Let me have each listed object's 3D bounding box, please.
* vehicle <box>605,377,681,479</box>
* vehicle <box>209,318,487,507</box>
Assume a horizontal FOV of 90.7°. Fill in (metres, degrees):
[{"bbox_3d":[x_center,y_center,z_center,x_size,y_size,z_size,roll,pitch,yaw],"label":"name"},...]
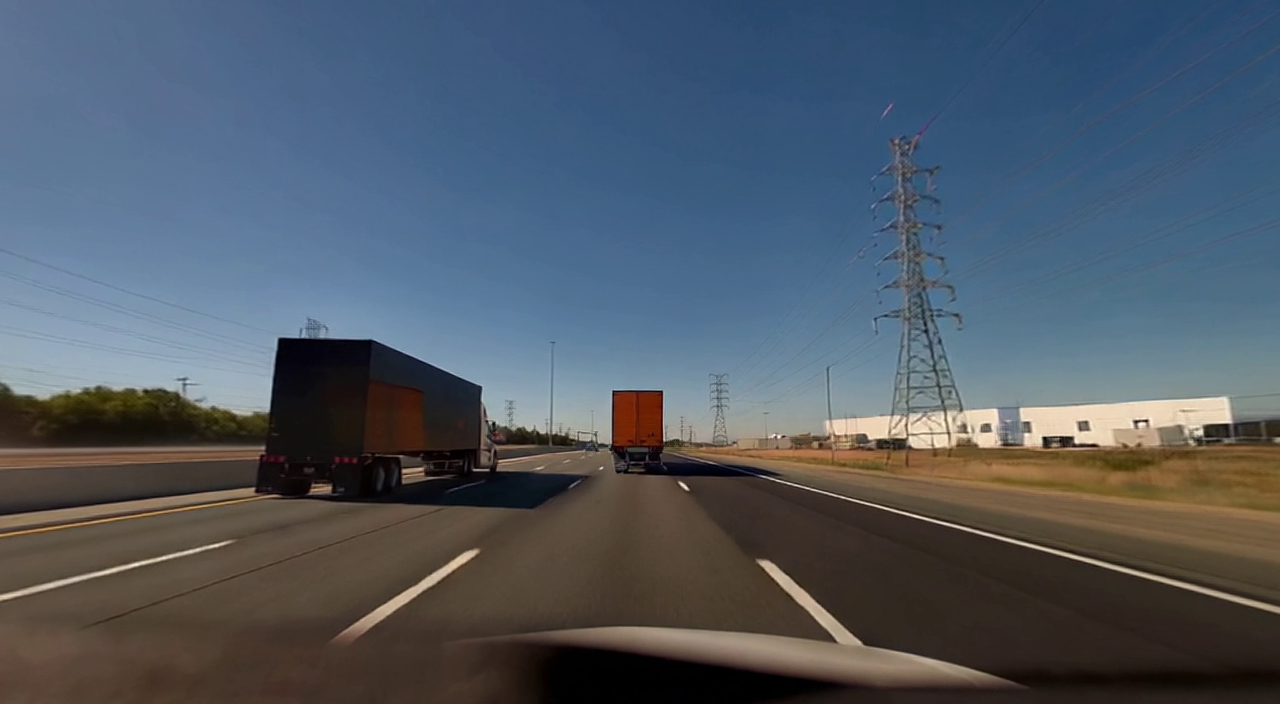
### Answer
[{"bbox_3d":[0.068,3.606,29.008,2.858,3.847,10.034,0,-9,-1],"label":"vehicle"},{"bbox_3d":[-7.471,2.055,18.931,2.937,3.981,11.119,0,-8,0],"label":"vehicle"}]
